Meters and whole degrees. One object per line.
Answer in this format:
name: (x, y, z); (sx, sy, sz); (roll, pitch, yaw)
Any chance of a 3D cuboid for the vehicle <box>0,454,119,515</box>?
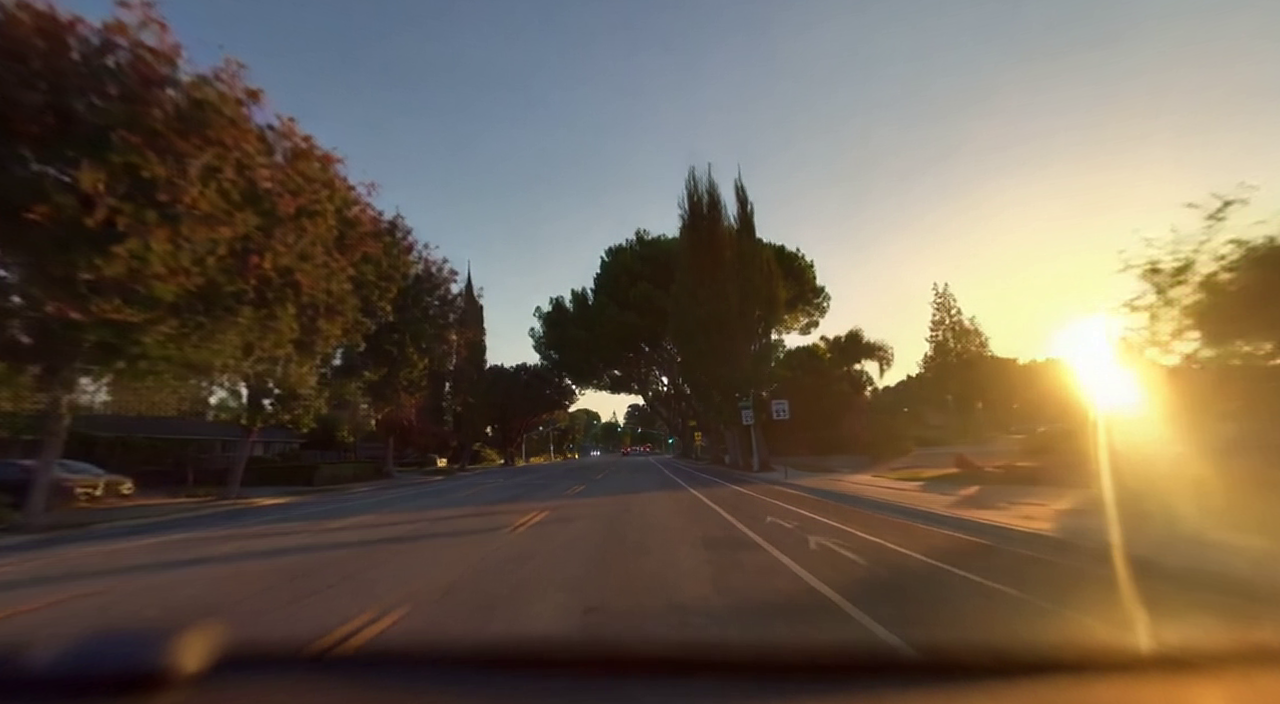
vehicle: (-20.223, 4.209, 20.370); (4.761, 1.812, 2.206); (0, -9, -1)
